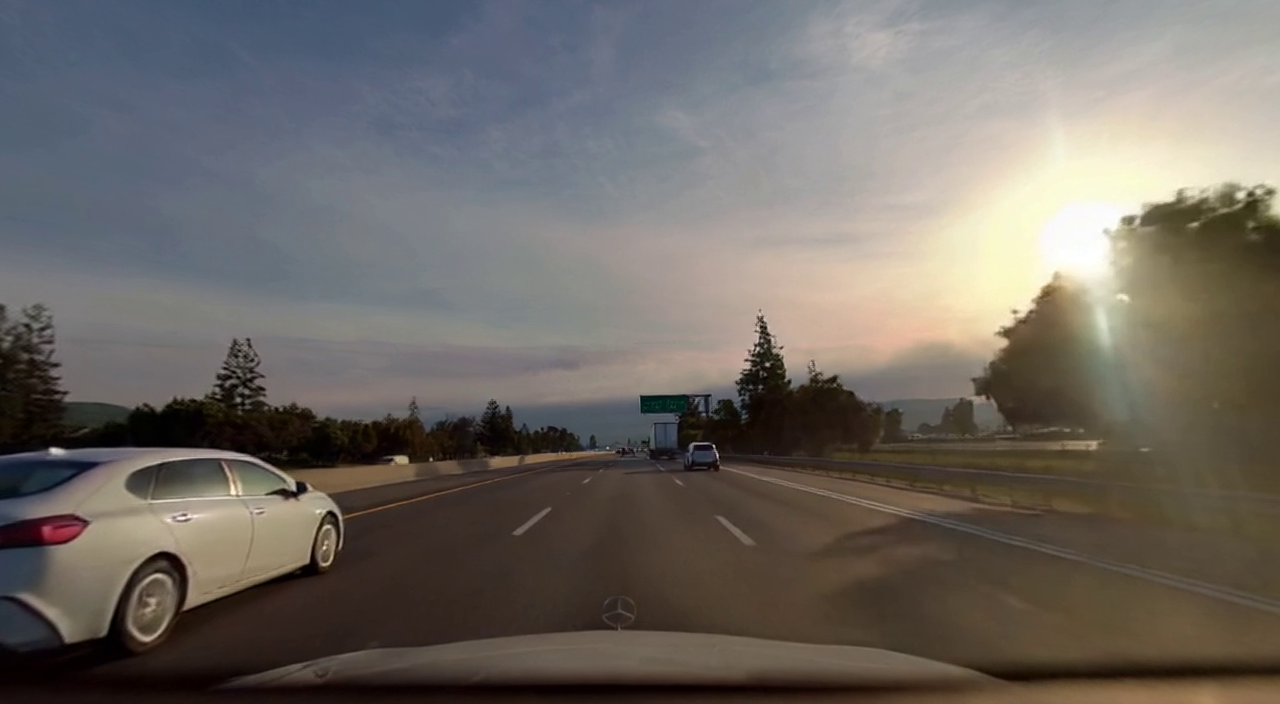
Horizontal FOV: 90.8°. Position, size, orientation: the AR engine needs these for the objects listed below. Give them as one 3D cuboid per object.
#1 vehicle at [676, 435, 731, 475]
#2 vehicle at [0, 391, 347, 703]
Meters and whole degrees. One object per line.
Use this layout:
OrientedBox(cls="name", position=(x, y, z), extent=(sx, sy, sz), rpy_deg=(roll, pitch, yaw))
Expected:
OrientedBox(cls="vehicle", position=(2.938, 4.902, 30.194), extent=(2.065, 1.760, 4.488), rpy_deg=(0, -9, -1))
OrientedBox(cls="vehicle", position=(-4.156, 1.197, 4.447), extent=(1.903, 1.607, 4.770), rpy_deg=(0, -8, 0))
